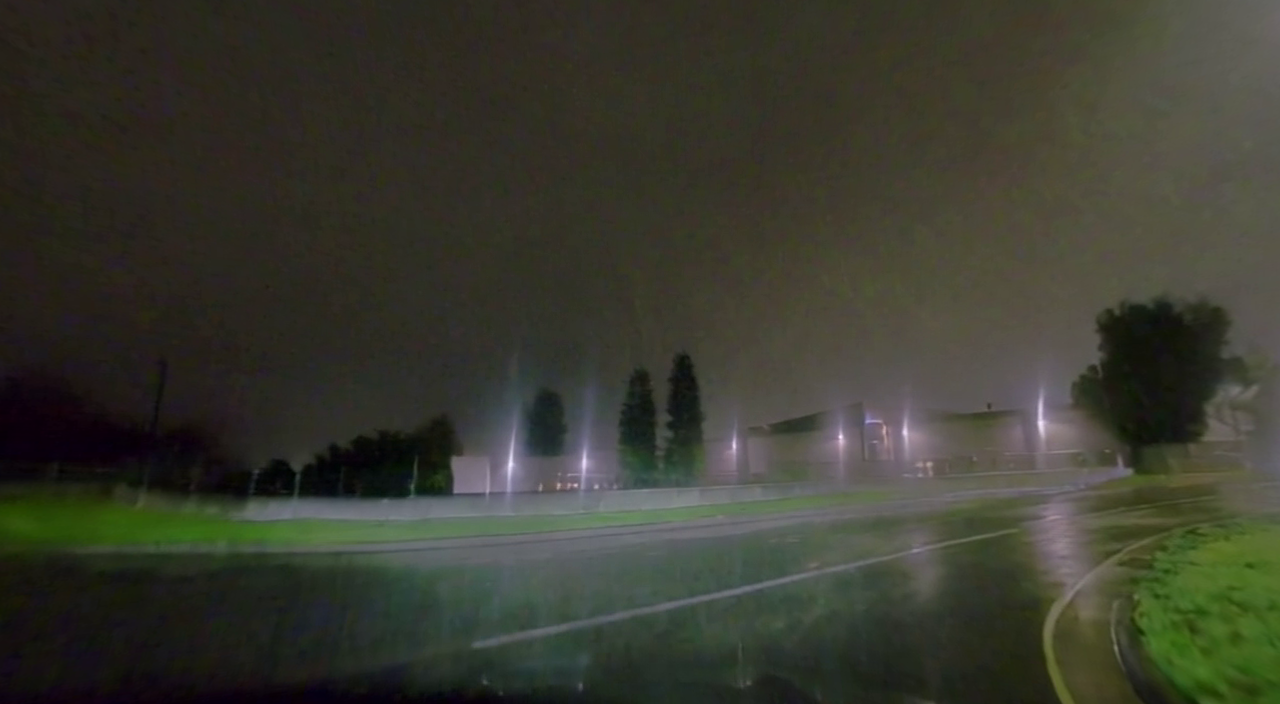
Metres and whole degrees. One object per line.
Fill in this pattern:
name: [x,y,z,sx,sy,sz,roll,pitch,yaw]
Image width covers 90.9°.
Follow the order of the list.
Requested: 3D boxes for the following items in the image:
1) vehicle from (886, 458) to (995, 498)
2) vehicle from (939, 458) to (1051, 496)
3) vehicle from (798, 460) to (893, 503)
vehicle: [12.299,5.246,26.063,1.833,1.490,3.705,6,-13,-22]
vehicle: [15.537,5.499,27.823,1.825,1.512,3.943,5,-11,-22]
vehicle: [8.454,5.470,26.341,1.944,1.608,3.715,4,-14,-16]
